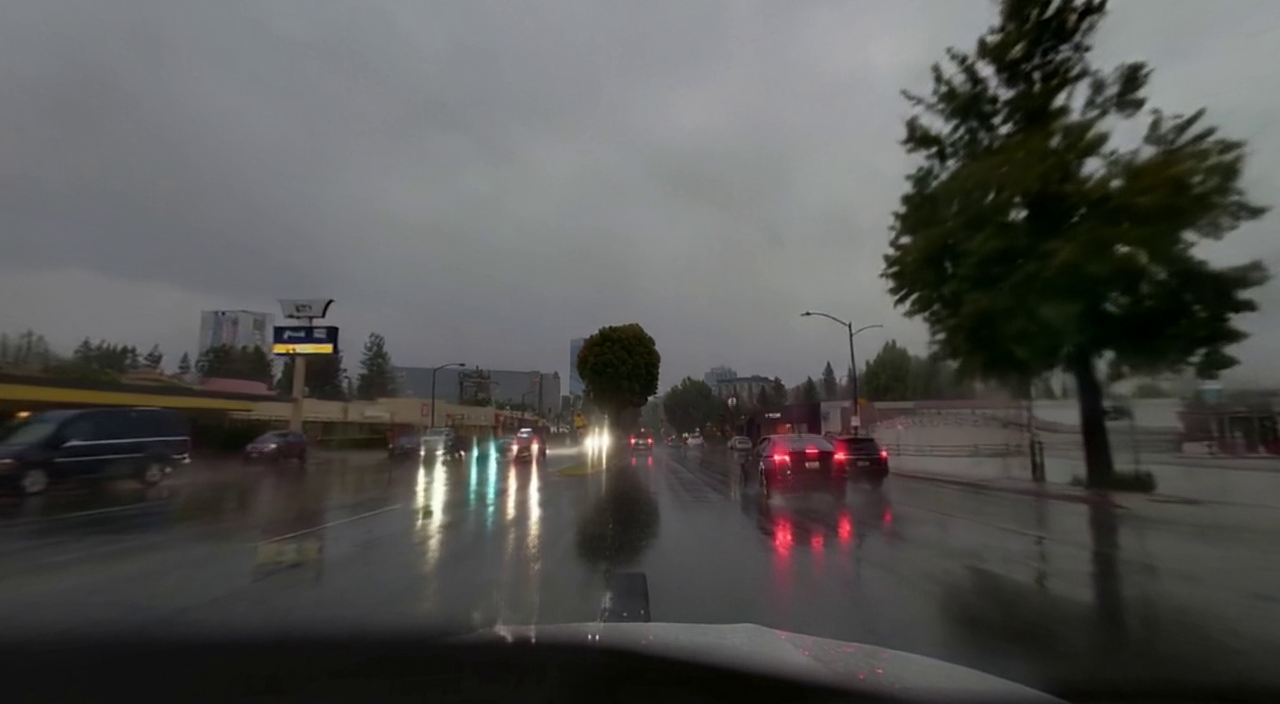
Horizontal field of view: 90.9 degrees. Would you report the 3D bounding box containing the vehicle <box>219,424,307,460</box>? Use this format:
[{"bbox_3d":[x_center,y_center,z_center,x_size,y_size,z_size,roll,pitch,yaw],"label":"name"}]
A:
[{"bbox_3d":[-25.172,6.006,42.488,2.200,2.170,6.131,0,-7,-1],"label":"vehicle"}]

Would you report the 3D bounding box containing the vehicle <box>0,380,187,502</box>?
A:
[{"bbox_3d":[-18.911,2.937,20.769,2.783,3.367,6.723,0,-8,1],"label":"vehicle"}]

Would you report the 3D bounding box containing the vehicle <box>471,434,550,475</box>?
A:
[{"bbox_3d":[-4.784,3.854,23.969,2.084,1.415,4.580,0,-8,-1],"label":"vehicle"}]

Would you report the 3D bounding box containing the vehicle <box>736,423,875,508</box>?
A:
[{"bbox_3d":[3.582,2.524,14.462,2.072,1.669,3.836,0,-8,-1],"label":"vehicle"}]
